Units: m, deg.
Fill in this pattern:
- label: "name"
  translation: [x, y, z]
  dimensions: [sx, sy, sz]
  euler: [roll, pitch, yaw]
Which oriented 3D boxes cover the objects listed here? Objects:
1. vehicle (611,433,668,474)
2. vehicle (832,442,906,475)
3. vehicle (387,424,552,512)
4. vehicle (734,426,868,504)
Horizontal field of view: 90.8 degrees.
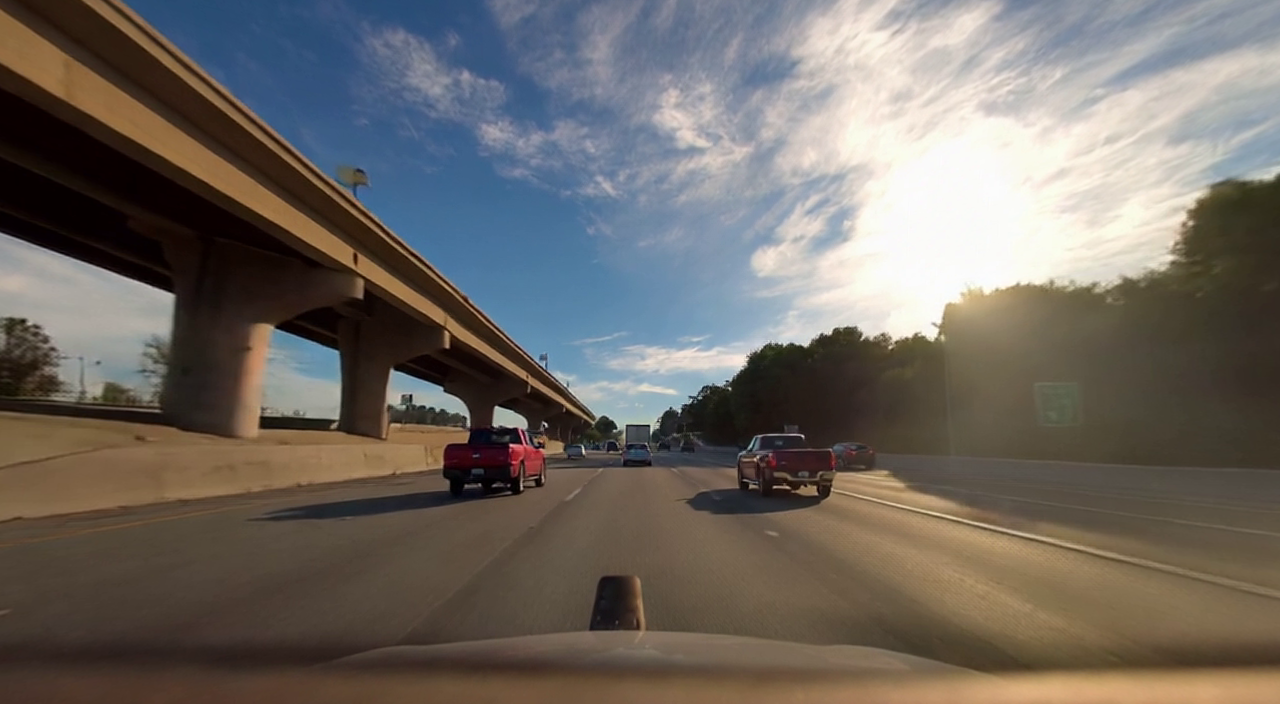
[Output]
- label: "vehicle"
  translation: [-0.026, 5.033, 31.526]
  dimensions: [2.572, 1.837, 5.693]
  euler: [0, -9, 0]
- label: "vehicle"
  translation: [11.092, 5.184, 30.948]
  dimensions: [1.961, 1.480, 4.331]
  euler: [0, -9, -1]
- label: "vehicle"
  translation: [-3.691, 2.674, 14.966]
  dimensions: [2.535, 1.715, 5.030]
  euler: [0, -9, 0]
- label: "vehicle"
  translation: [3.748, 2.733, 15.554]
  dimensions: [2.119, 1.653, 4.000]
  euler: [0, -9, -2]
